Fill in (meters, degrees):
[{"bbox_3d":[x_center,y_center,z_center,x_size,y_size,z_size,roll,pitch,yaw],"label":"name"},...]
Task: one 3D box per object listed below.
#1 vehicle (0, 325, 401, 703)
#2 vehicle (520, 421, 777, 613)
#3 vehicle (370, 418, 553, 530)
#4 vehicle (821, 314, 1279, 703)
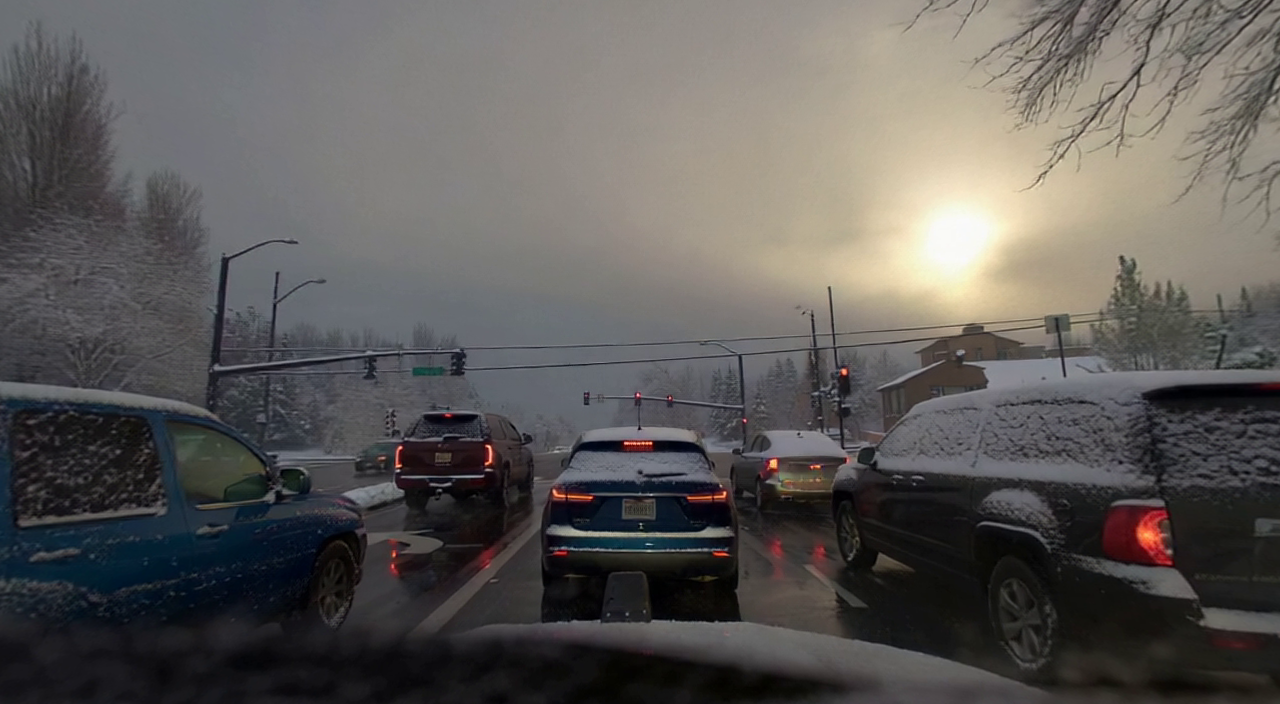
[{"bbox_3d":[-3.120,0.956,3.303,1.982,1.721,4.261,0,-8,1],"label":"vehicle"},{"bbox_3d":[0.033,1.592,7.009,2.021,1.490,3.948,0,-8,-1],"label":"vehicle"},{"bbox_3d":[-3.183,2.300,12.445,2.117,1.772,4.619,0,-8,2],"label":"vehicle"},{"bbox_3d":[3.217,1.106,4.729,2.141,1.833,4.704,0,-8,-2],"label":"vehicle"}]
